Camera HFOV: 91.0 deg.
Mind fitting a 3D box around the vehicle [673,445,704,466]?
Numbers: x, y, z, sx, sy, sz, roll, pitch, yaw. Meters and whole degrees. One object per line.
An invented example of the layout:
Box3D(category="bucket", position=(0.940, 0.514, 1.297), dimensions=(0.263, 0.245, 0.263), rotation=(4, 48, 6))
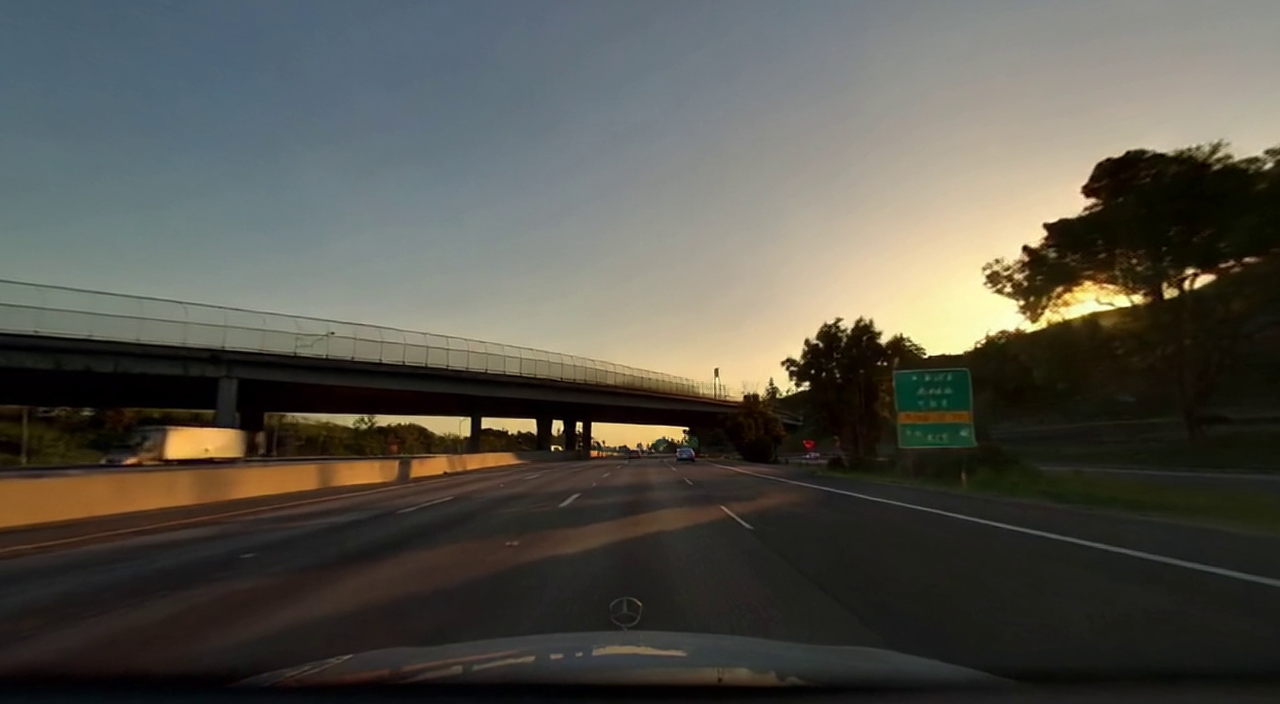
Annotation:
Box3D(category="vehicle", position=(3.695, 8.006, 48.903), dimensions=(2.033, 1.501, 4.398), rotation=(0, -9, -1))
